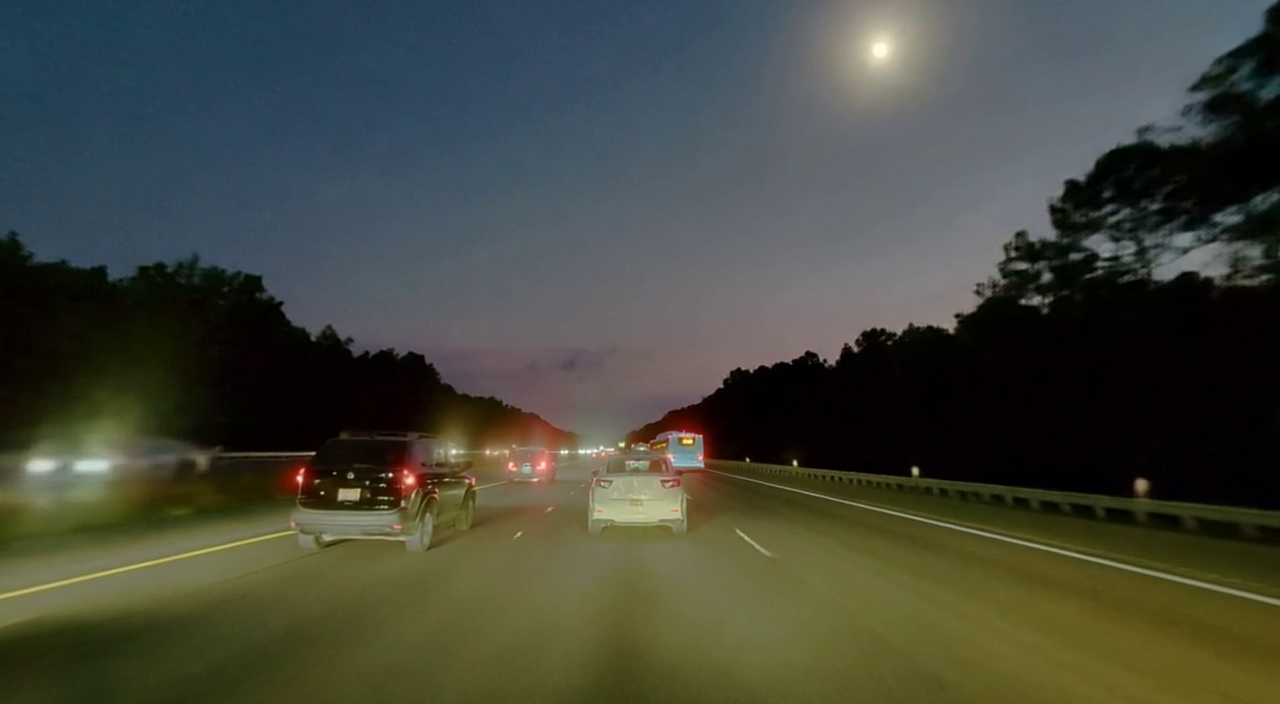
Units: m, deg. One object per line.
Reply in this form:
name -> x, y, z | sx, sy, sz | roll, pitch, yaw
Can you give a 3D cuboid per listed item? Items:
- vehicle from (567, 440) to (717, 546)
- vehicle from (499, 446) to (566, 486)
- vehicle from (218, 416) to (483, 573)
vehicle -> -0.029, 2.325, 11.075 | 2.120, 1.478, 4.179 | 0, -9, -2
vehicle -> -4.392, 4.713, 26.323 | 2.122, 1.491, 3.800 | 0, -9, -1
vehicle -> -3.705, 1.888, 9.054 | 1.830, 1.703, 4.142 | 0, -9, 0
